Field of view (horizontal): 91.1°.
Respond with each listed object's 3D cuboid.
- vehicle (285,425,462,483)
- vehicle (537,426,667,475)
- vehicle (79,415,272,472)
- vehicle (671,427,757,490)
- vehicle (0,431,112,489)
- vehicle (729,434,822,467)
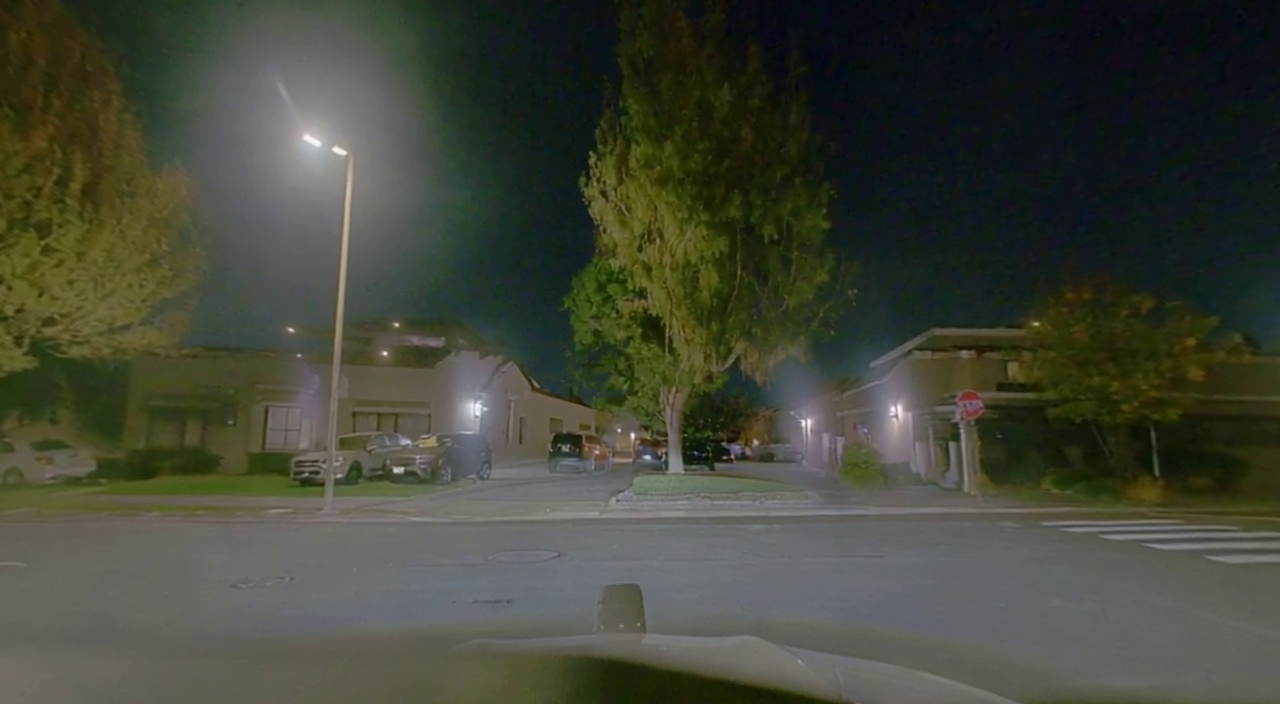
[{"bbox_3d":[-8.412,3.263,20.201,4.778,1.753,1.959,0,-9,-1],"label":"vehicle"},{"bbox_3d":[-1.531,4.343,27.745,2.267,1.920,5.798,-8,-11,41],"label":"vehicle"},{"bbox_3d":[-27.758,5.488,37.771,9.384,3.230,2.928,-1,-9,4],"label":"vehicle"},{"bbox_3d":[2.458,3.761,22.623,2.305,1.962,5.685,0,-9,-1],"label":"vehicle"},{"bbox_3d":[-23.047,3.920,22.941,5.418,1.994,2.233,0,-8,0],"label":"vehicle"},{"bbox_3d":[8.074,5.874,37.555,5.004,1.797,1.946,-5,-10,31],"label":"vehicle"}]
